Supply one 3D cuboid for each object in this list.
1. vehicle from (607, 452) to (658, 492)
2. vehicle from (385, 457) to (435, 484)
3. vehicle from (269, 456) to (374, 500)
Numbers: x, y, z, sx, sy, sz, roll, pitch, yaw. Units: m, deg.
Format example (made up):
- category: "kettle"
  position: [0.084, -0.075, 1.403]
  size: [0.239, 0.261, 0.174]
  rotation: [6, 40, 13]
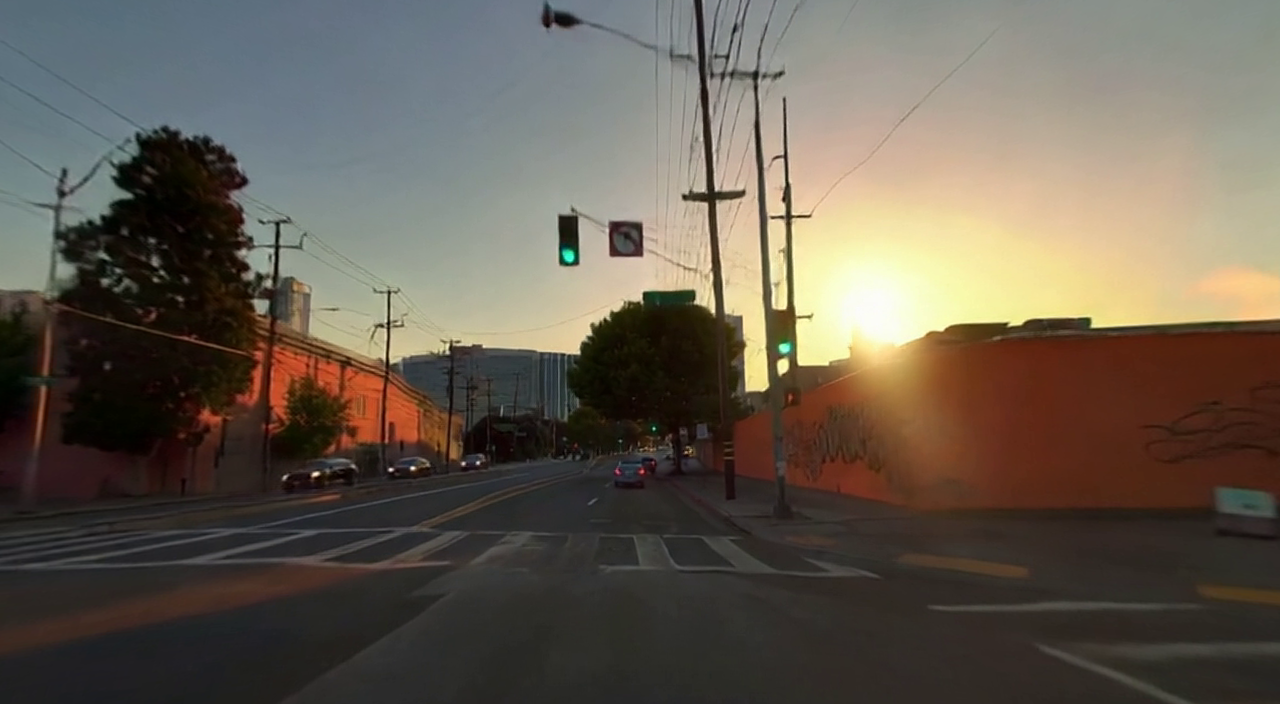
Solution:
- category: "vehicle"
  position: [-0.307, 5.299, 28.245]
  size: [2.105, 1.611, 3.750]
  rotation: [1, -9, 0]
- category: "vehicle"
  position: [-15.888, 8.187, 43.857]
  size: [1.841, 1.658, 3.953]
  rotation: [1, -9, 1]
- category: "vehicle"
  position: [-12.969, 5.136, 26.076]
  size: [1.992, 1.585, 4.375]
  rotation: [1, -9, 1]
